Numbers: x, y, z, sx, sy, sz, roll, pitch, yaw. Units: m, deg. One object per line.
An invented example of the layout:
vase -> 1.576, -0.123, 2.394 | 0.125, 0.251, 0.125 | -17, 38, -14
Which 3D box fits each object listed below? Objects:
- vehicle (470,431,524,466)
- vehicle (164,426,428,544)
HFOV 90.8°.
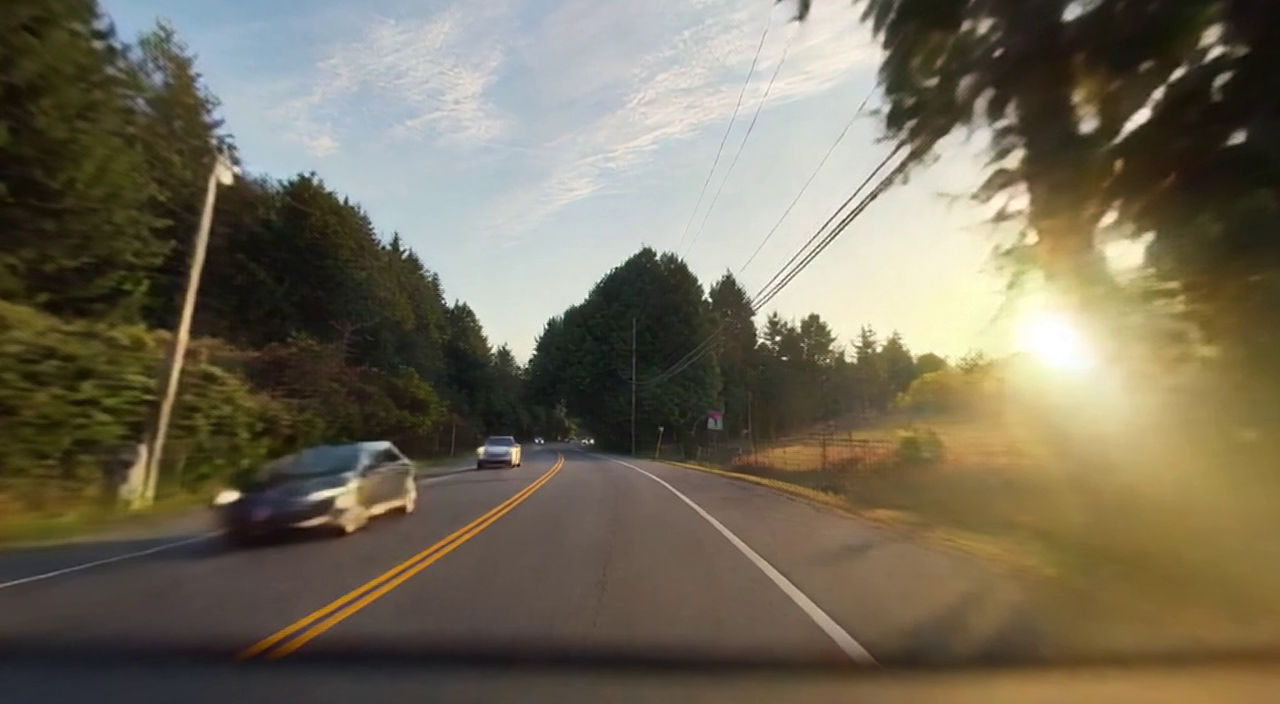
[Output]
vehicle -> -6.875, 4.714, 30.881 | 1.943, 1.556, 4.311 | 1, -8, -4
vehicle -> -5.146, 2.020, 10.338 | 1.965, 1.486, 4.385 | 1, -8, -2
